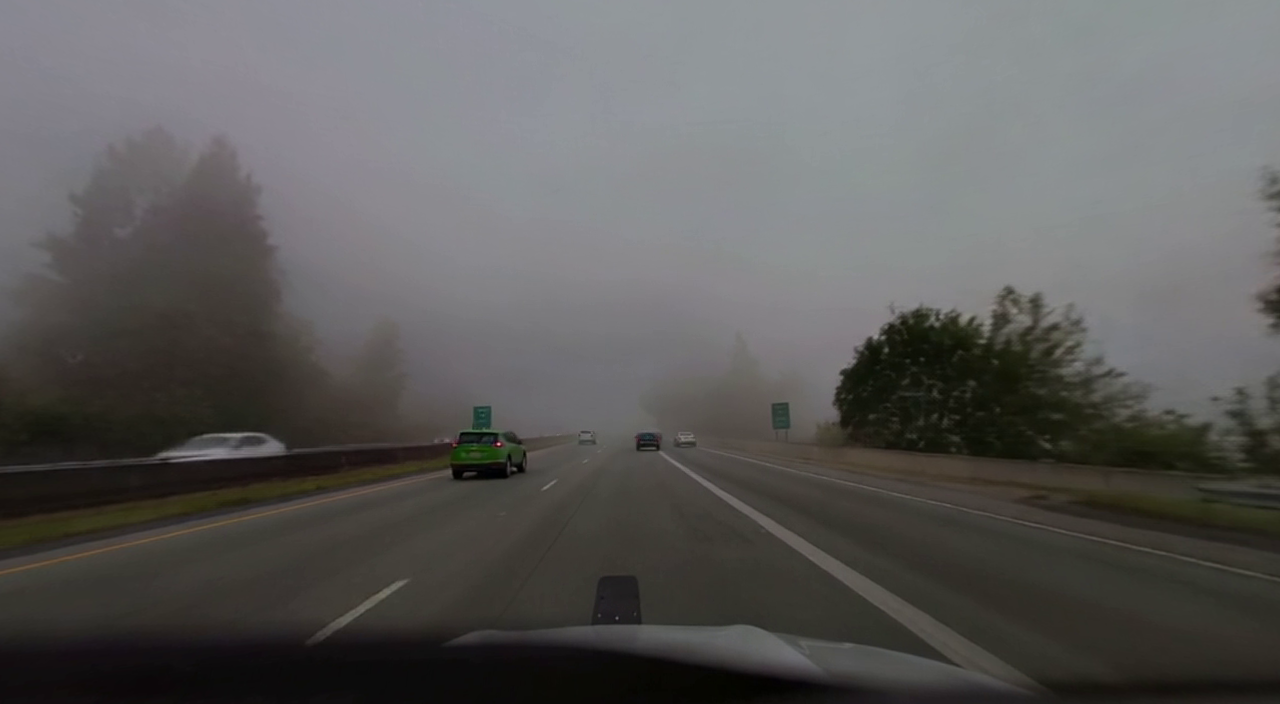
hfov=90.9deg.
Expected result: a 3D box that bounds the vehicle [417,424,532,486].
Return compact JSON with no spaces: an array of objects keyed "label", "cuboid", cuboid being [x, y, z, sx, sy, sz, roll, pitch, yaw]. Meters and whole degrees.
[{"label":"vehicle","cuboid":[-4.515,2.863,18.046,2.023,1.512,4.804,0,-8,0]}]

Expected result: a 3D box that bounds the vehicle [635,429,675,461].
[{"label":"vehicle","cuboid":[0.740,4.621,31.450,1.869,1.466,3.356,0,-8,1]}]

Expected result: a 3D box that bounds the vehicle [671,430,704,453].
[{"label":"vehicle","cuboid":[3.302,6.275,44.329,1.841,1.491,3.869,0,-8,-2]}]

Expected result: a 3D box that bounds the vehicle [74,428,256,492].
[{"label":"vehicle","cuboid":[-12.973,2.993,17.631,1.860,1.562,4.130,0,-9,-1]}]
